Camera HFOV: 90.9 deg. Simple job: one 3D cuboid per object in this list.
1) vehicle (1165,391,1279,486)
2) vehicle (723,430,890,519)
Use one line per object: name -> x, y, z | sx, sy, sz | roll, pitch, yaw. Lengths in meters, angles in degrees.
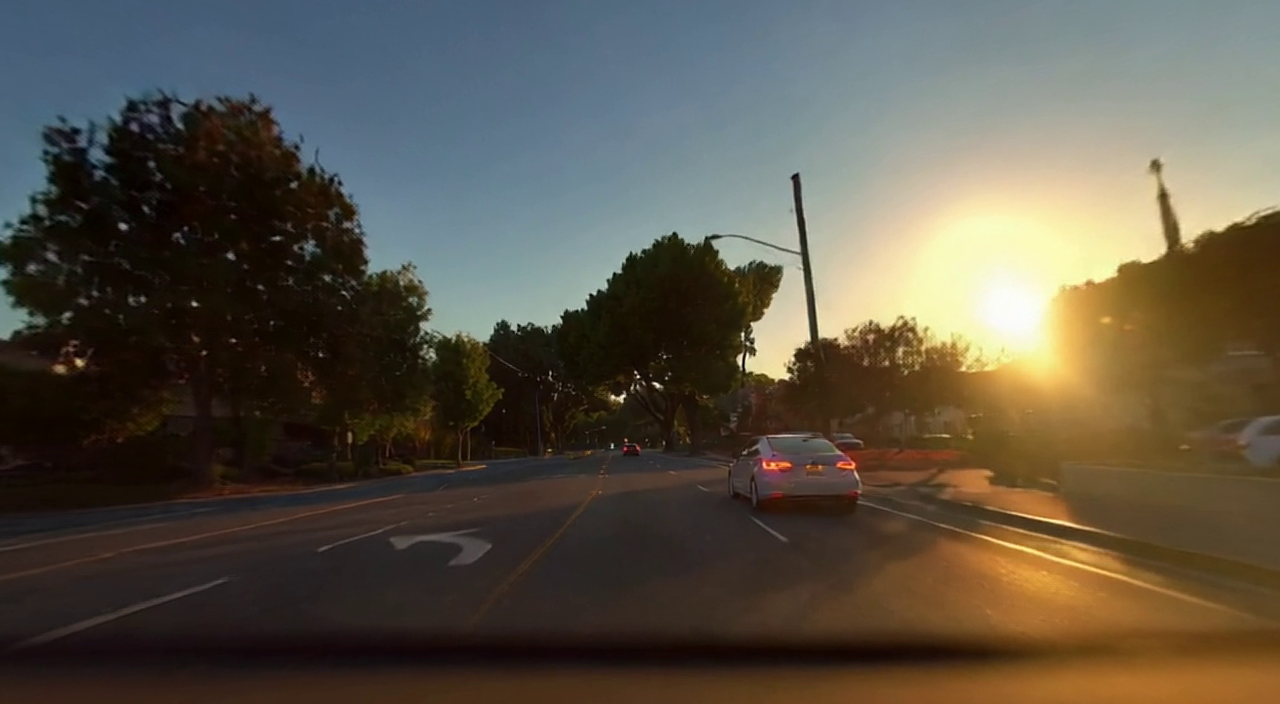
vehicle -> 14.355, 1.806, 13.180 | 4.788, 1.815, 2.114 | 0, -8, 0
vehicle -> 3.093, 2.384, 12.823 | 2.134, 1.476, 4.327 | 0, -8, -1
